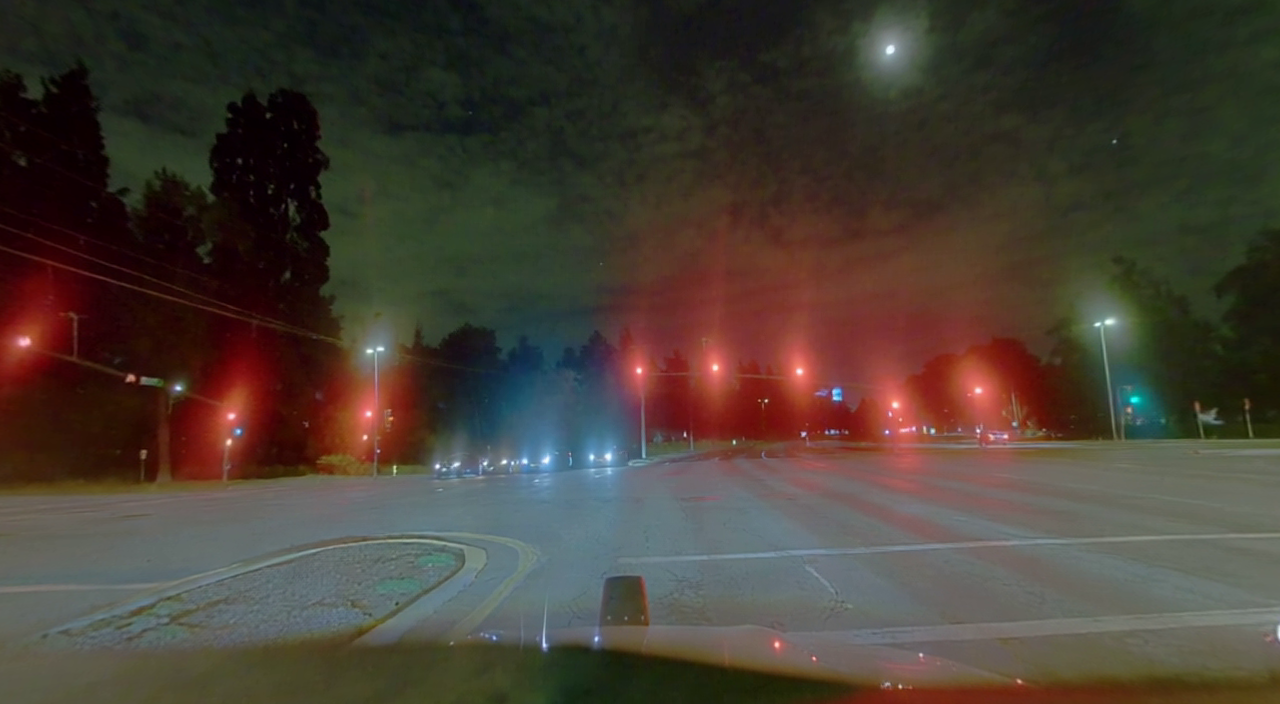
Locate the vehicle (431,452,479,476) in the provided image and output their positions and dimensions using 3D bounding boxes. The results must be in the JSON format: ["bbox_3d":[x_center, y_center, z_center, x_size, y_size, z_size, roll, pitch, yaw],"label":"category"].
[{"bbox_3d":[-13.388,8.119,45.992,2.101,1.637,4.304,0,-9,1],"label":"vehicle"}]

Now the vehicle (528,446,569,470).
[{"bbox_3d":[-6.535,7.611,45.504,2.126,1.657,4.307,-1,-9,3],"label":"vehicle"}]

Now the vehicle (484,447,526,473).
[{"bbox_3d":[-9.766,7.838,45.937,2.064,1.725,4.243,0,-9,1],"label":"vehicle"}]

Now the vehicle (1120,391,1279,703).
[{"bbox_3d":[3.060,0.618,0.416,1.978,1.468,4.544,0,-9,1],"label":"vehicle"}]
